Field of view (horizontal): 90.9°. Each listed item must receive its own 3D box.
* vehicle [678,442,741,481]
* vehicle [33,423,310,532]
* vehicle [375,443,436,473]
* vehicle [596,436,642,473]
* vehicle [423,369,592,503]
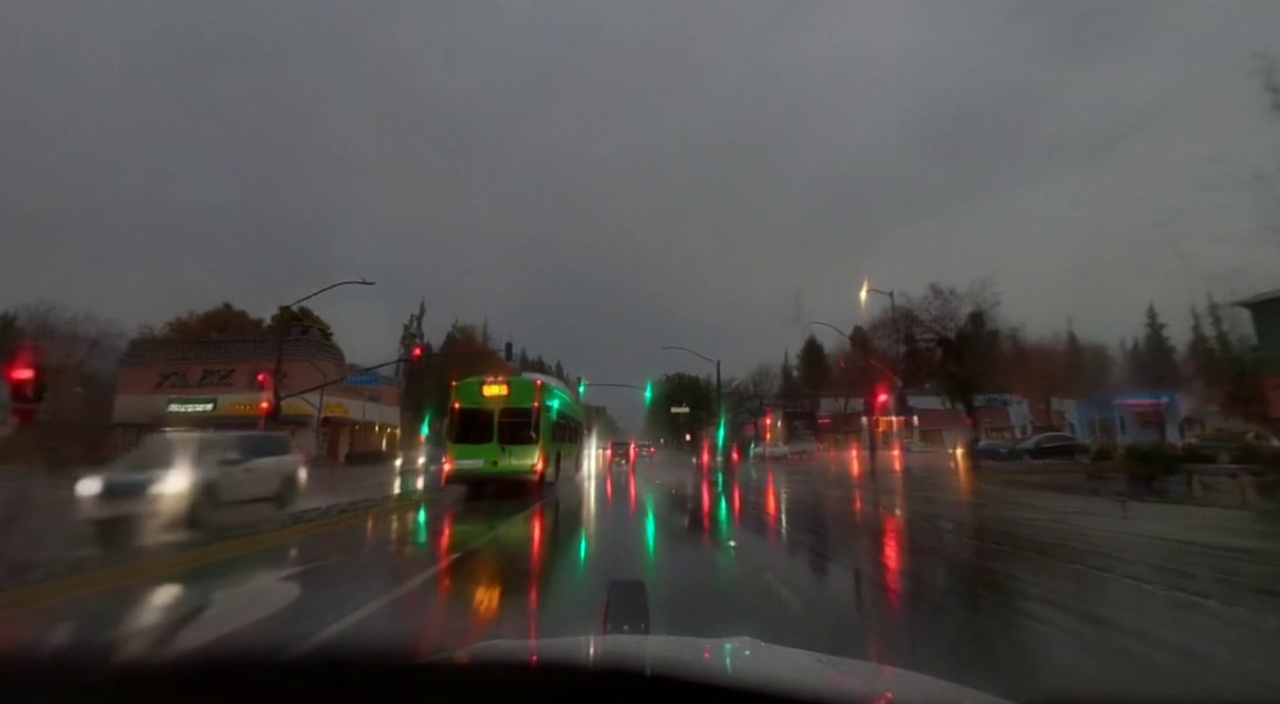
[{"bbox_3d":[2.857,4.593,26.765,2.046,1.540,3.883,0,-8,-3],"label":"vehicle"},{"bbox_3d":[-8.779,2.361,12.491,2.157,1.731,4.433,0,-8,-2],"label":"vehicle"},{"bbox_3d":[-13.780,6.228,37.300,2.072,1.675,4.190,0,-8,-2],"label":"vehicle"},{"bbox_3d":[-1.183,5.531,34.229,2.301,1.837,4.411,0,-8,-3],"label":"vehicle"},{"bbox_3d":[-3.708,3.036,22.172,3.018,3.217,13.998,0,-8,0],"label":"vehicle"}]
